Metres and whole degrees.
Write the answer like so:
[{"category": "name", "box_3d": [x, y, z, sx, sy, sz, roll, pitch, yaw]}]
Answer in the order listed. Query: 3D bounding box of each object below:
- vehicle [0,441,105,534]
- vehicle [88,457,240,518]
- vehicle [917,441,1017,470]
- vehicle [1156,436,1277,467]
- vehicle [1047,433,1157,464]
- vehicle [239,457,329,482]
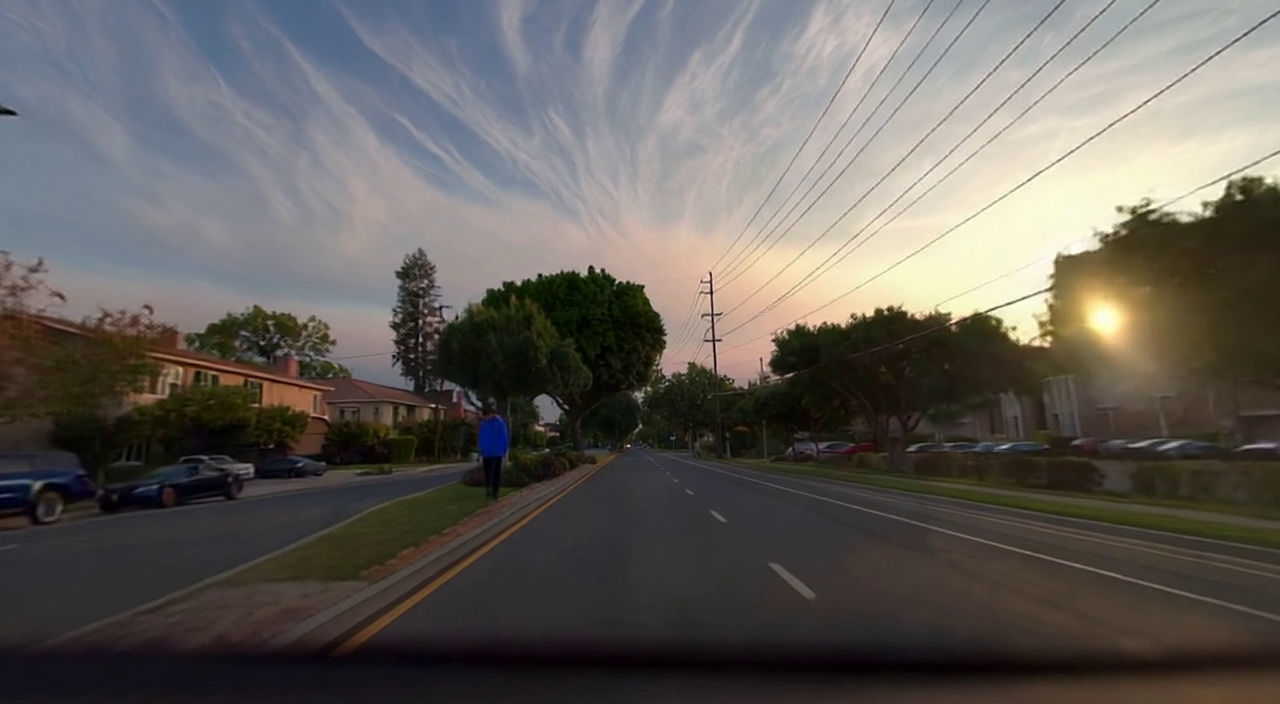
[{"category": "vehicle", "box_3d": [-14.978, 2.990, 13.787, 2.298, 1.979, 4.920, -2, -8, 0]}, {"category": "vehicle", "box_3d": [-15.435, 4.366, 20.893, 2.106, 1.517, 4.632, -3, -8, -10]}, {"category": "vehicle", "box_3d": [17.476, 5.547, 33.926, 4.246, 1.427, 2.055, 0, -9, 0]}, {"category": "vehicle", "box_3d": [33.134, 5.717, 36.516, 1.974, 1.647, 4.721, 2, -9, -15]}, {"category": "vehicle", "box_3d": [31.328, 6.574, 43.078, 2.206, 1.971, 5.600, 3, -9, -21]}, {"category": "vehicle", "box_3d": [-21.883, 7.223, 38.980, 4.354, 1.450, 2.043, 1, -9, -10]}]
